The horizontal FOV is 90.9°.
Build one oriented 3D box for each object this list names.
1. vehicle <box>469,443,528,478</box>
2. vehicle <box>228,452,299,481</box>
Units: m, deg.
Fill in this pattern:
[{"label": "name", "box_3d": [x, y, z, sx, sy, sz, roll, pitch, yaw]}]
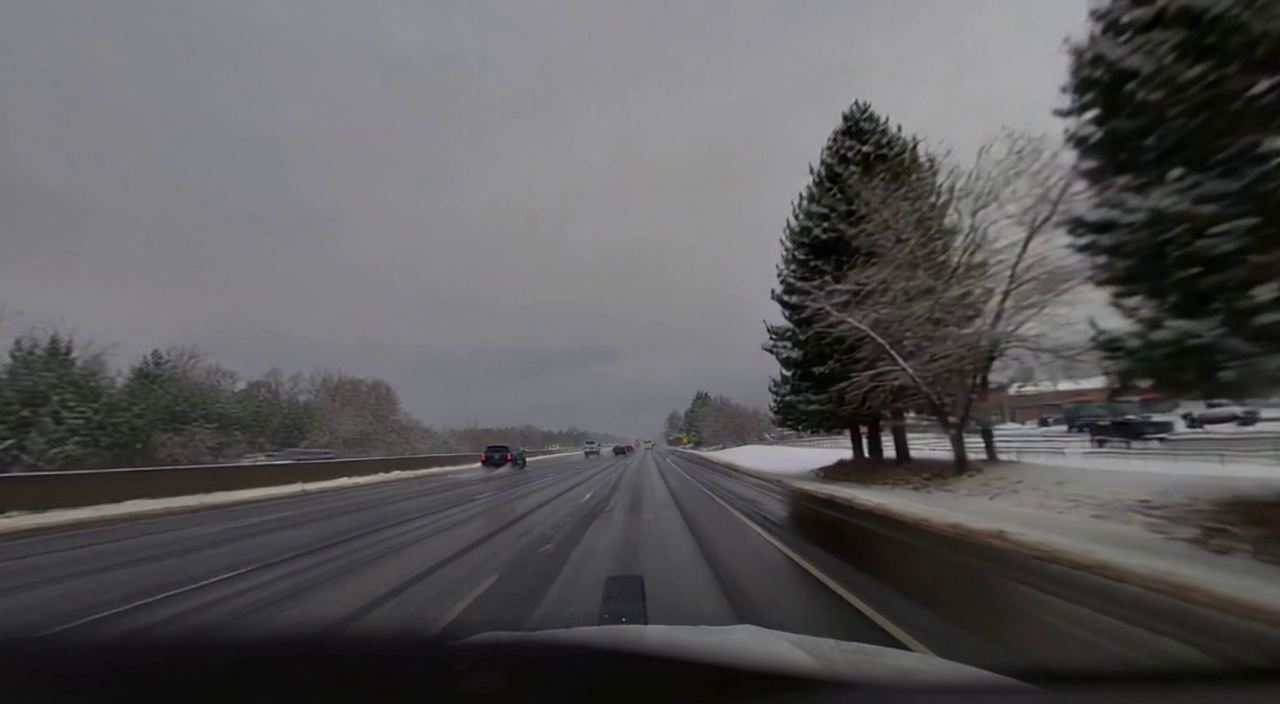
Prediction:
[{"label": "vehicle", "box_3d": [-7.311, 5.604, 32.936, 2.021, 1.699, 4.324, -1, -8, 1]}, {"label": "vehicle", "box_3d": [-24.525, 7.443, 41.263, 1.926, 1.679, 4.399, -1, -8, 0]}]
